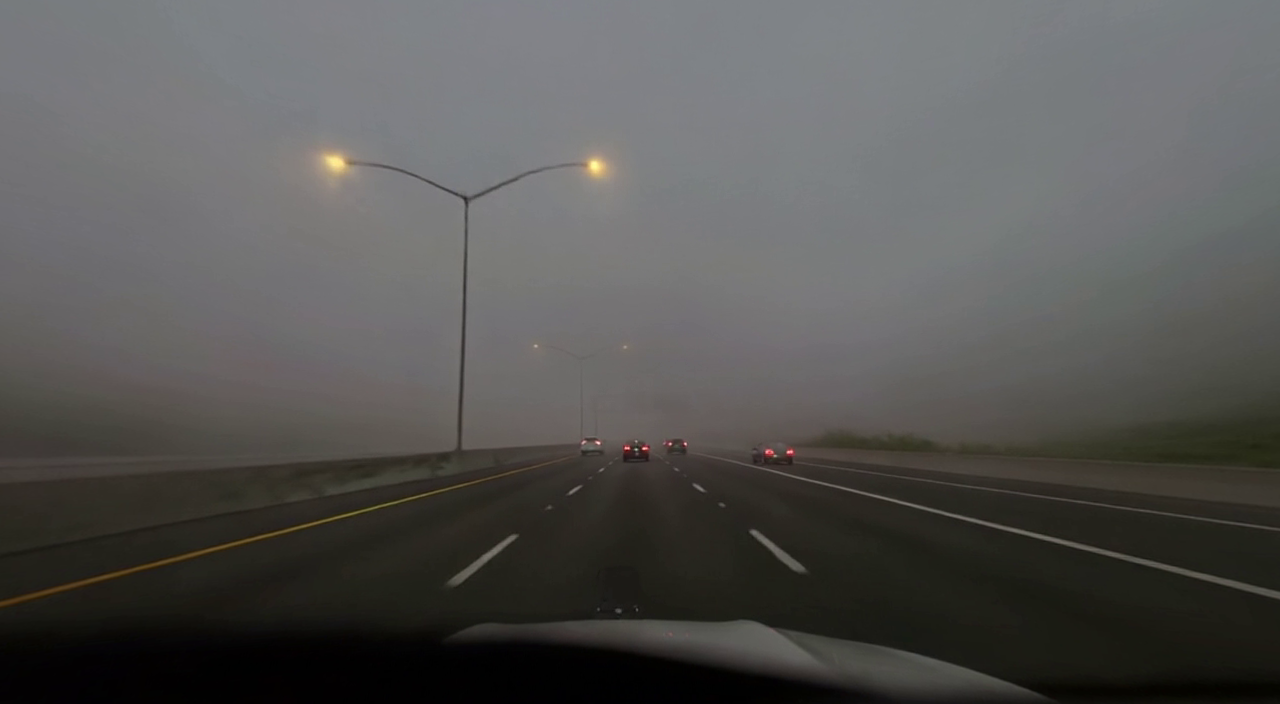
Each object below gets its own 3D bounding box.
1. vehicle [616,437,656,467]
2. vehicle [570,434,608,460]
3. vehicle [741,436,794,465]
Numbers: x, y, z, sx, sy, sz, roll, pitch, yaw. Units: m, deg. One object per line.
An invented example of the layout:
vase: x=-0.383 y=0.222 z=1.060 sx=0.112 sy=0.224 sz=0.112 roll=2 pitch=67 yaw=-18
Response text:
vehicle: x=-0.231 y=5.272 z=33.509 sx=1.985 sy=1.457 sz=4.227 roll=0 pitch=-9 yaw=-1
vehicle: x=-3.450 y=6.518 z=43.378 sx=2.123 sy=1.661 sz=4.601 roll=0 pitch=-9 yaw=1
vehicle: x=7.041 y=5.488 z=35.268 sx=1.935 sy=1.478 sz=4.433 roll=0 pitch=-9 yaw=-1
